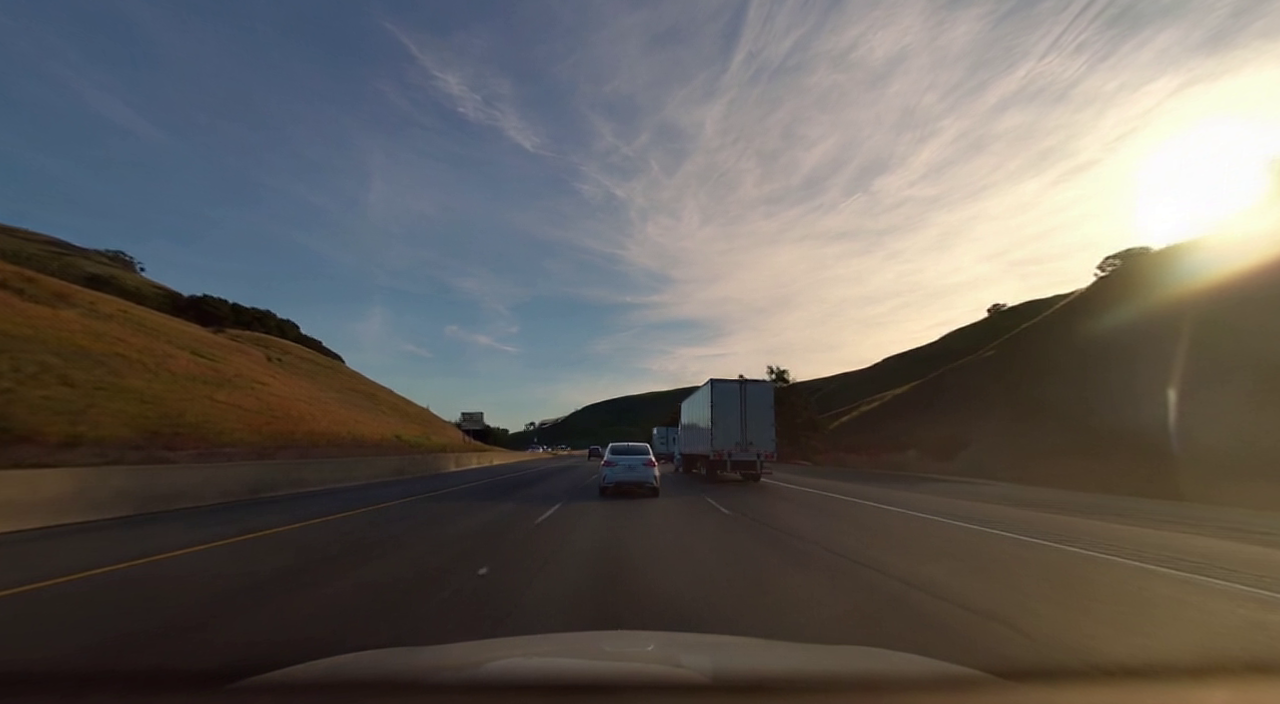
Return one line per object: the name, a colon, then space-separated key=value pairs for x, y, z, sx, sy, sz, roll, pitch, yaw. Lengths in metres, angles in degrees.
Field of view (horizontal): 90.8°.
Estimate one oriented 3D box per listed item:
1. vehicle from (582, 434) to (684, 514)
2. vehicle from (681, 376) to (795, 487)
vehicle: x=-0.170 y=2.832 z=15.067 sx=2.109 sy=1.639 sz=3.768 roll=0 pitch=-9 yaw=-1
vehicle: x=4.033 y=3.937 z=30.063 sx=2.812 sy=4.024 sz=14.098 roll=0 pitch=-9 yaw=-1
